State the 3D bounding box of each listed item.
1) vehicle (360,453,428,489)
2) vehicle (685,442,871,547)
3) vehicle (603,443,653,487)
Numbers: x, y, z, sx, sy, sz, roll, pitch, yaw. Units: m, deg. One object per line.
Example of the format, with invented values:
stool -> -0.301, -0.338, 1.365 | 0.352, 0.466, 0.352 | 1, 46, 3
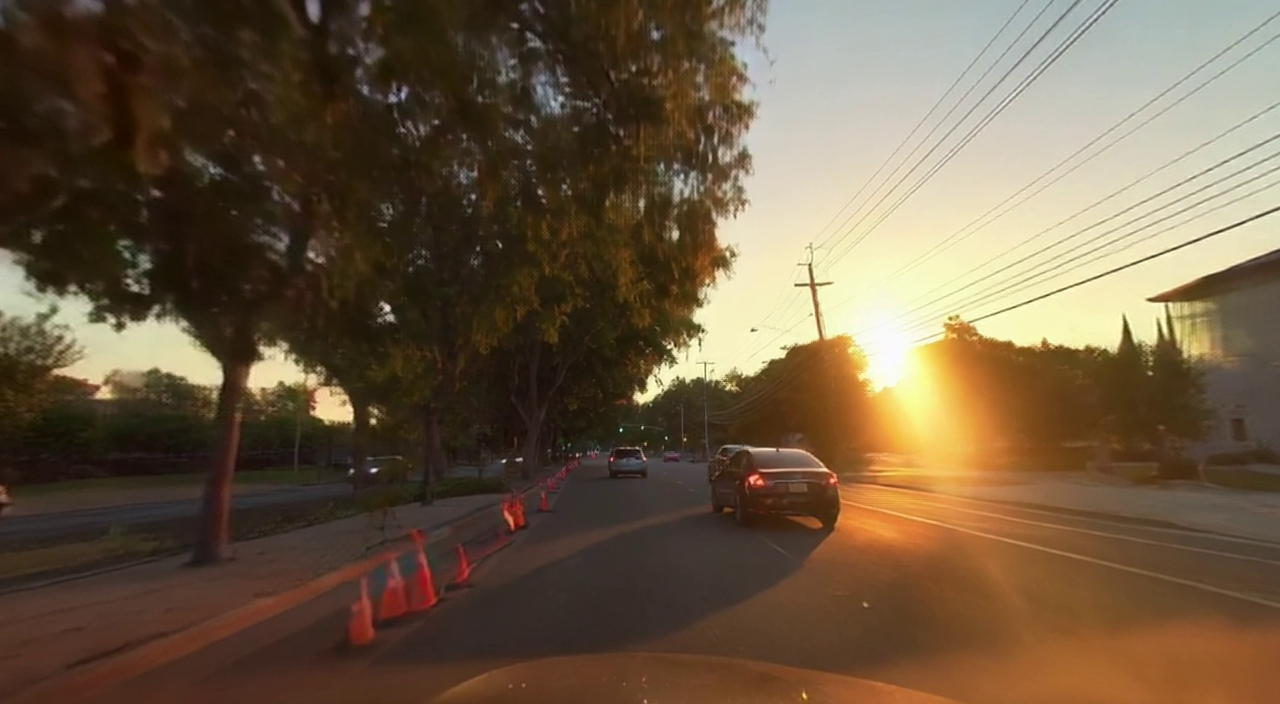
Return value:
vehicle -> -12.532, 6.050, 32.521 | 1.871, 1.639, 4.289 | 0, -9, -1
vehicle -> 2.164, 2.391, 11.404 | 1.977, 1.460, 4.565 | 0, -9, -5
vehicle -> -0.491, 4.885, 27.726 | 2.050, 1.745, 3.915 | -1, -9, 0
